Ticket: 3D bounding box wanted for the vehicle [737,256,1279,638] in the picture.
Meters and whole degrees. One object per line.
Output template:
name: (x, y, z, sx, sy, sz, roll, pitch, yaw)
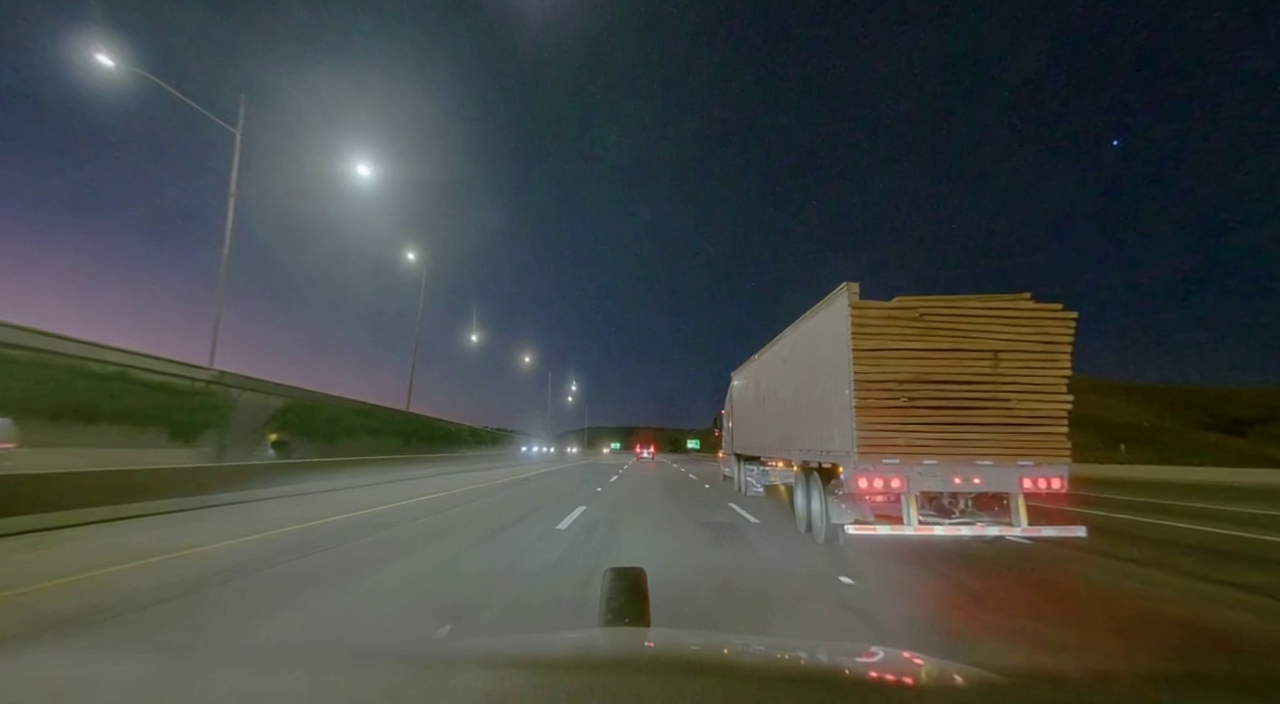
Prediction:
vehicle: (4.068, 1.515, 10.421, 3.326, 3.089, 10.642, 0, -9, 1)
